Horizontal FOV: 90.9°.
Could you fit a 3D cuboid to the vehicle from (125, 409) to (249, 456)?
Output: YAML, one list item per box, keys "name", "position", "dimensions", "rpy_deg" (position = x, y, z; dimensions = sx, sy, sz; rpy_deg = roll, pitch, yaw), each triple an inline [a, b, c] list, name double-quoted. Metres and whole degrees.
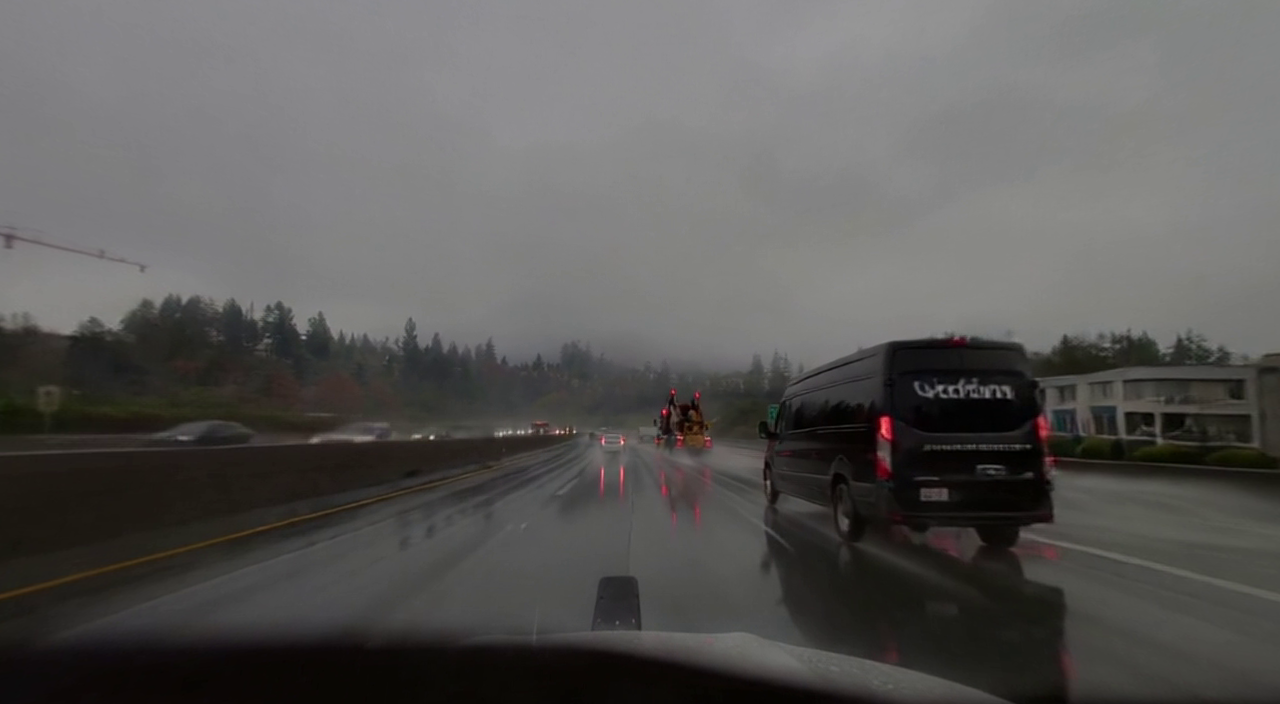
- name: "vehicle"
  position: [-20.736, 3.741, 29.181]
  dimensions: [2.095, 1.965, 5.183]
  rpy_deg: [1, -8, -4]

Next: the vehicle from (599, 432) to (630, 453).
- name: "vehicle"
  position: [-1.903, 6.713, 46.851]
  dimensions: [2.217, 1.502, 4.222]
  rpy_deg: [0, -8, -2]

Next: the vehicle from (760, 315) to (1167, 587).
- name: "vehicle"
  position: [3.553, 1.292, 8.830]
  dimensions: [2.386, 2.509, 5.880]
  rpy_deg: [0, -8, -2]

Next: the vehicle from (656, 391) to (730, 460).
- name: "vehicle"
  position: [3.033, 4.719, 39.547]
  dimensions: [2.912, 3.738, 10.123]
  rpy_deg: [1, -8, -5]

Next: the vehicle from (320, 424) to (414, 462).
- name: "vehicle"
  position: [-11.569, 3.879, 27.084]
  dimensions: [2.029, 1.483, 4.613]
  rpy_deg: [0, -8, -1]
